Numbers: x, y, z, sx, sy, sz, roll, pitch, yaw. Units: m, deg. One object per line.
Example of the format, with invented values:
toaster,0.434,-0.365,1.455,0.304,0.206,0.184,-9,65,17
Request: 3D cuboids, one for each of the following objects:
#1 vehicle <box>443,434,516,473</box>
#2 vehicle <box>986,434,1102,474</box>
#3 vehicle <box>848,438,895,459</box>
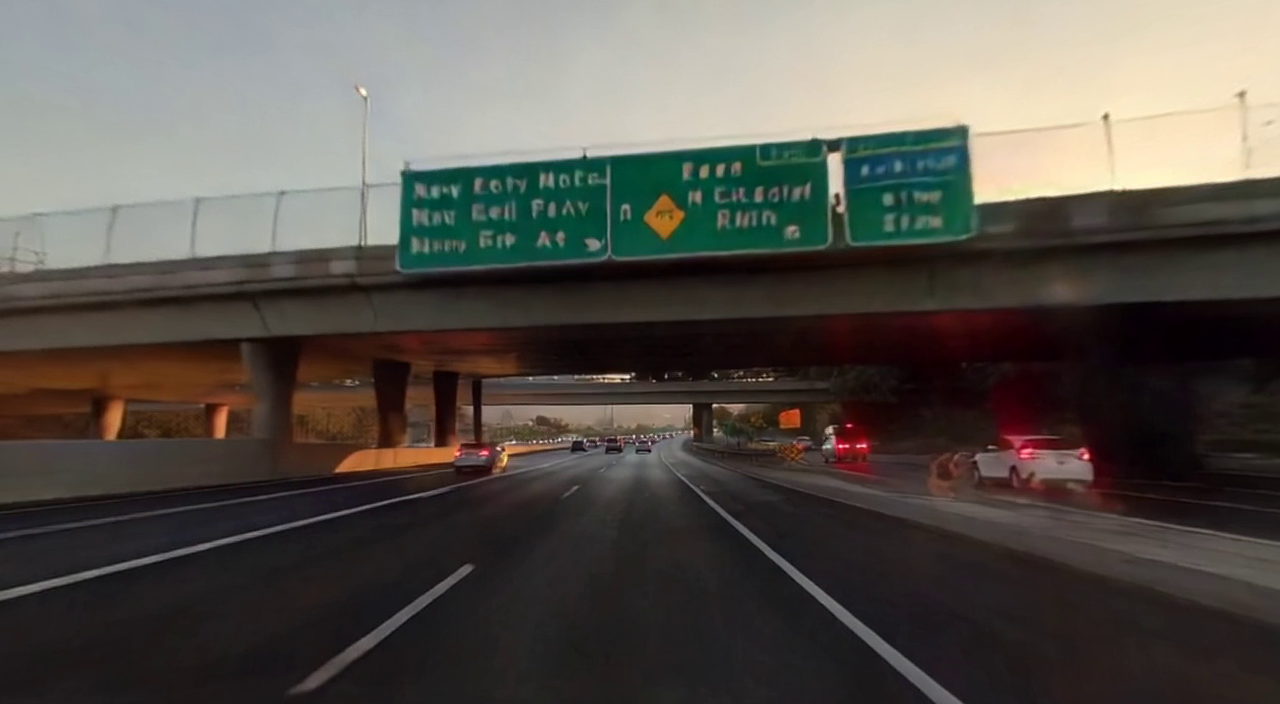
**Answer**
vehicle,-6.783,4.340,27.120,1.985,1.513,4.172,0,-8,1
vehicle,17.384,4.400,27.422,1.884,1.567,4.692,0,-8,-1
vehicle,18.227,7.594,49.787,1.989,1.529,4.791,0,-8,1
